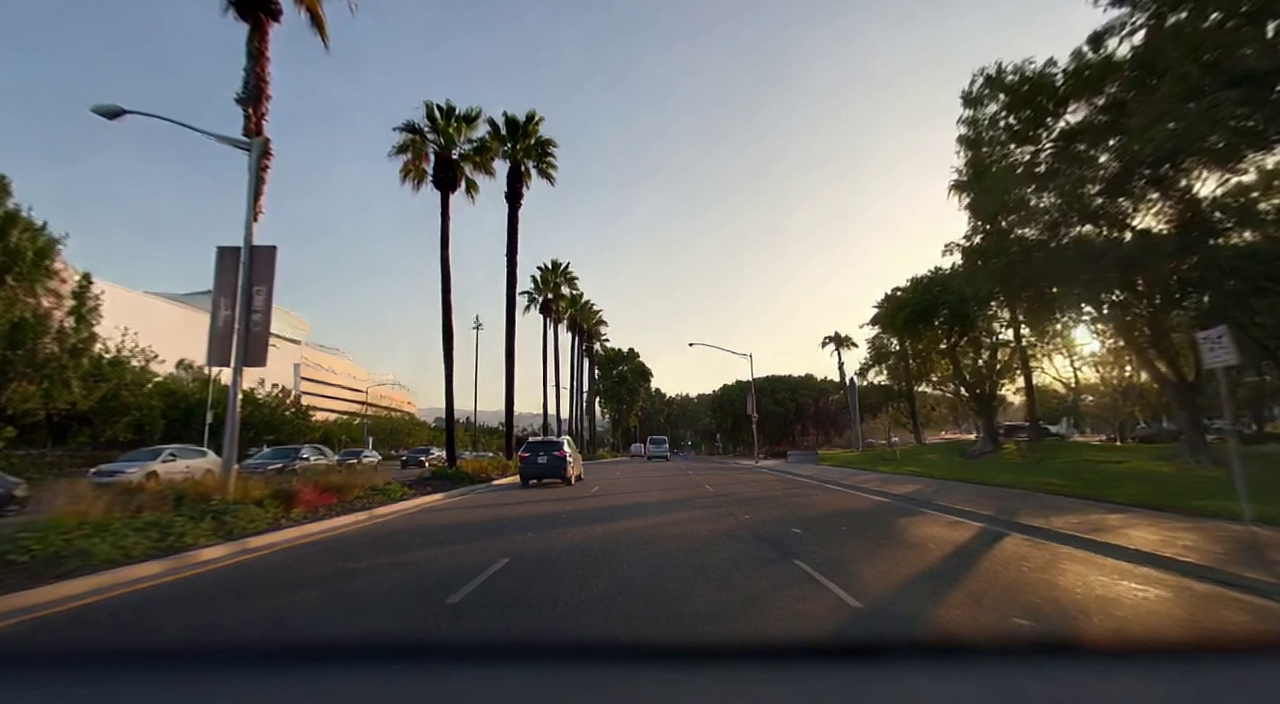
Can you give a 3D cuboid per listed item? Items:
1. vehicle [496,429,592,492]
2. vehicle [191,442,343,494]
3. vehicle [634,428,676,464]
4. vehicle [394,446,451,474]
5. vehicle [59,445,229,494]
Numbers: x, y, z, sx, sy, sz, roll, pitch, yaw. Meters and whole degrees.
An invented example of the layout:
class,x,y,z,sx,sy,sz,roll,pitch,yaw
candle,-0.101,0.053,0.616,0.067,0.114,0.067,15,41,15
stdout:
class,x,y,z,sx,sy,sz,roll,pitch,yaw
vehicle,-2.989,3.530,20.716,2.188,1.819,4.667,-1,-8,3
vehicle,-15.482,4.822,26.651,2.557,1.912,5.960,-1,-8,3
vehicle,1.211,7.031,46.948,2.758,2.550,4.206,-1,-9,7
vehicle,-15.565,7.726,45.246,2.142,1.913,4.745,-1,-8,3
vehicle,-20.680,4.874,26.647,2.332,1.852,5.739,-1,-8,3
